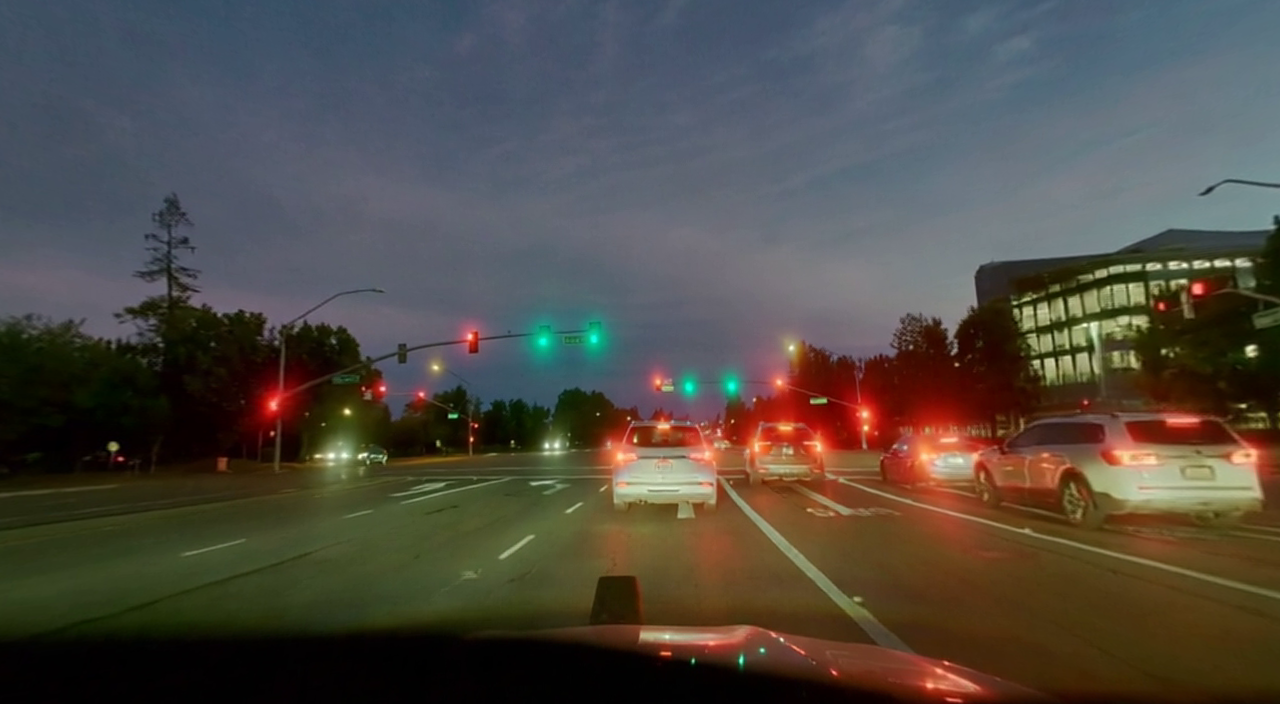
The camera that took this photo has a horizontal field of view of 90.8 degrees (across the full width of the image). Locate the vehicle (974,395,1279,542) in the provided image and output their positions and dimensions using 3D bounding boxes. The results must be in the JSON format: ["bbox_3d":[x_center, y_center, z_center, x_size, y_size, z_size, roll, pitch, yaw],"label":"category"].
[{"bbox_3d":[7.488,1.758,9.985,2.074,1.791,4.393,0,-9,2],"label":"vehicle"}]

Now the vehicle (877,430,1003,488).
[{"bbox_3d":[8.565,3.104,18.531,1.862,1.471,4.297,-1,-9,5],"label":"vehicle"}]

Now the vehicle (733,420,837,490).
[{"bbox_3d":[4.041,2.981,18.500,2.188,1.774,4.646,-1,-9,3],"label":"vehicle"}]

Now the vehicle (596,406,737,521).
[{"bbox_3d":[0.453,2.073,12.128,2.211,1.795,4.179,0,-9,1],"label":"vehicle"}]
